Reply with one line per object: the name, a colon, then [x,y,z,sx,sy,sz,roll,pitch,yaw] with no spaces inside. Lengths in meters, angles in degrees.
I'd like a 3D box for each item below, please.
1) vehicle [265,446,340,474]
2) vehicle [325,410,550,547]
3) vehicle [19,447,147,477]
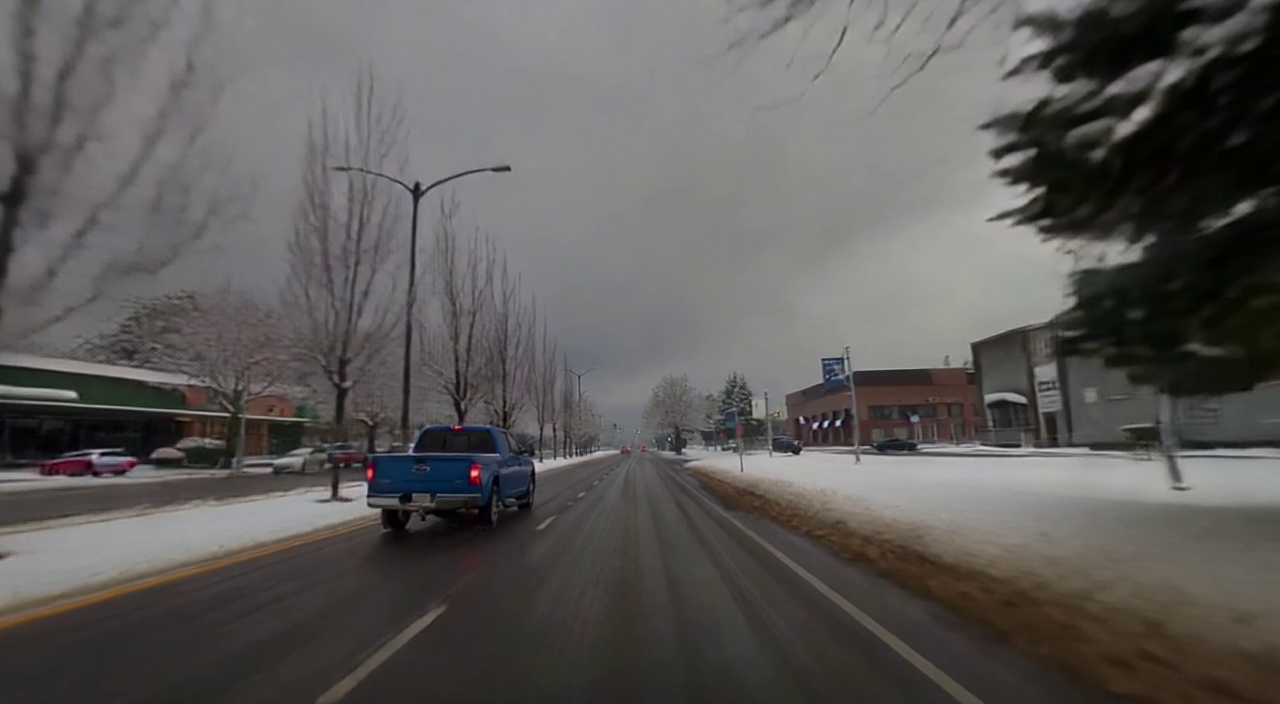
vehicle: [-21.294,6.816,39.978,1.840,1.510,5.115,-2,-8,2]
vehicle: [-3.059,2.073,11.059,2.065,1.790,5.417,0,-9,1]
vehicle: [-28.513,5.624,32.293,4.702,1.485,2.024,-1,-9,3]
